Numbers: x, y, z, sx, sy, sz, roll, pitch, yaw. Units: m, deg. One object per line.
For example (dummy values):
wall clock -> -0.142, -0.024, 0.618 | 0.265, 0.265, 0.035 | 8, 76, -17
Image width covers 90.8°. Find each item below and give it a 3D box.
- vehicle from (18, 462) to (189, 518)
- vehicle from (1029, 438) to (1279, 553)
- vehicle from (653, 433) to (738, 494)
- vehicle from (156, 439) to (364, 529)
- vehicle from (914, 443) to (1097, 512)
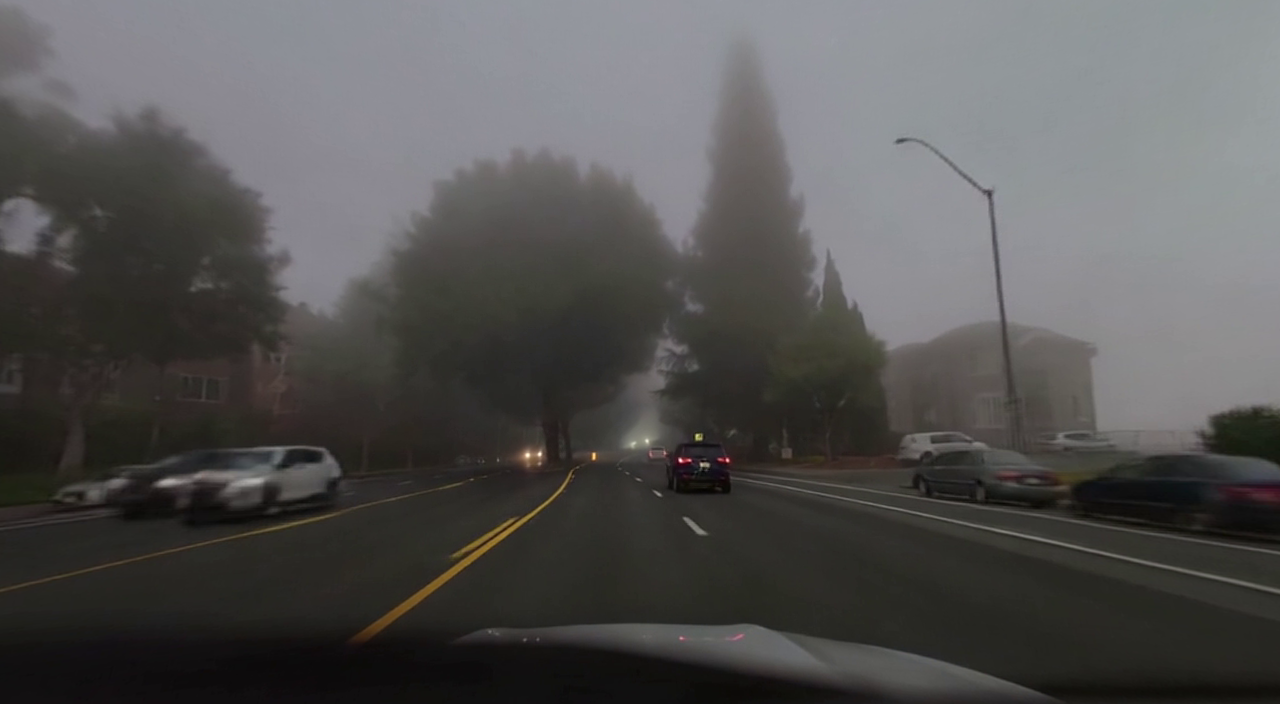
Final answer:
vehicle -> -18.629, 4.770, 22.326 | 1.979, 1.489, 4.902 | -1, -8, -3
vehicle -> 9.200, 2.221, 10.560 | 1.936, 1.485, 5.111 | 0, -9, -3
vehicle -> 1.680, 3.602, 20.787 | 2.085, 1.763, 4.490 | 0, -9, -4
vehicle -> -8.208, 2.844, 14.283 | 2.033, 1.685, 4.420 | 0, -9, -2
vehicle -> 8.986, 3.085, 16.101 | 1.858, 1.489, 4.556 | 0, -9, -1
